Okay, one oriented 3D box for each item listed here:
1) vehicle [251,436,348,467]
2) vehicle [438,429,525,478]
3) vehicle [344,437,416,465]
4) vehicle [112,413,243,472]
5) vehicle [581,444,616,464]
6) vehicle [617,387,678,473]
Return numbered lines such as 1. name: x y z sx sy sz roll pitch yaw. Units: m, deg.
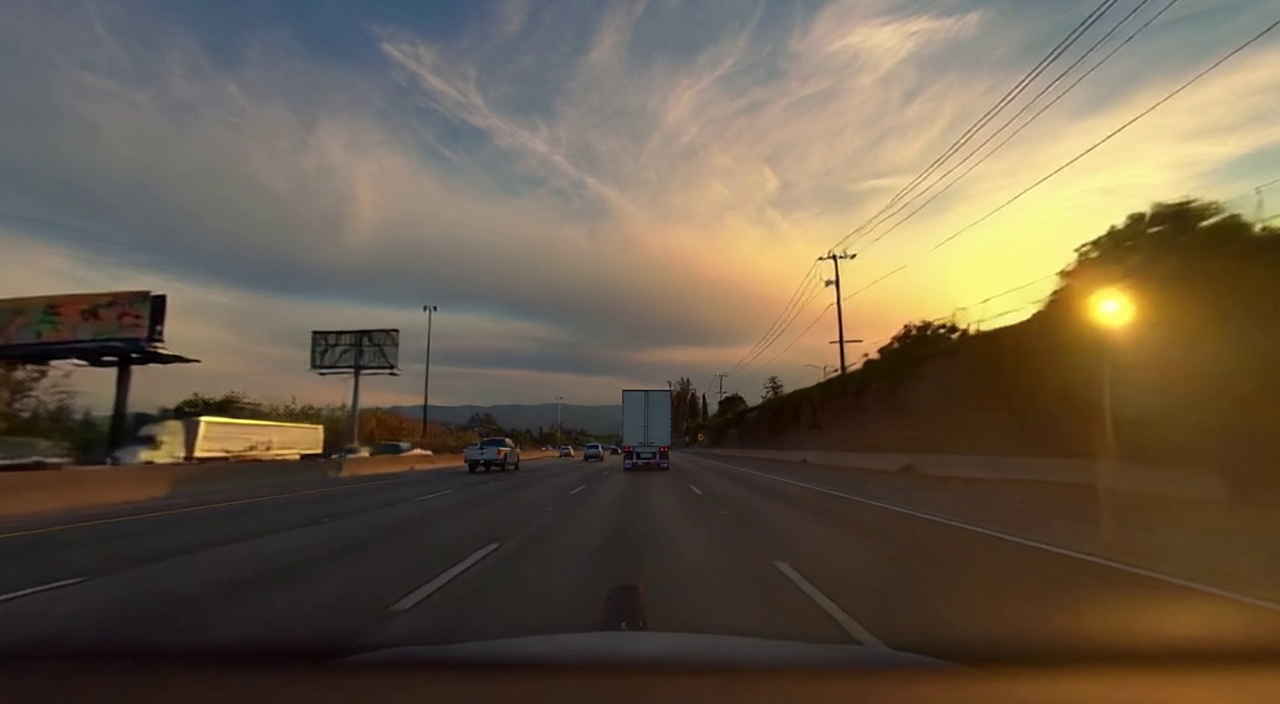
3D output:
1. vehicle: -21.908 6.436 40.989 2.849 1.831 6.164 0 -8 1
2. vehicle: -6.920 4.531 28.327 2.263 1.936 5.802 0 -8 2
3. vehicle: -17.778 6.785 43.542 2.331 1.778 6.072 0 -8 1
4. vehicle: -32.612 6.472 45.029 3.037 3.770 7.991 0 -8 1
5. vehicle: -3.082 7.713 47.949 2.138 1.469 4.677 -1 -8 3
6. vehicle: 0.567 4.521 35.638 2.879 4.027 11.243 -1 -8 2
